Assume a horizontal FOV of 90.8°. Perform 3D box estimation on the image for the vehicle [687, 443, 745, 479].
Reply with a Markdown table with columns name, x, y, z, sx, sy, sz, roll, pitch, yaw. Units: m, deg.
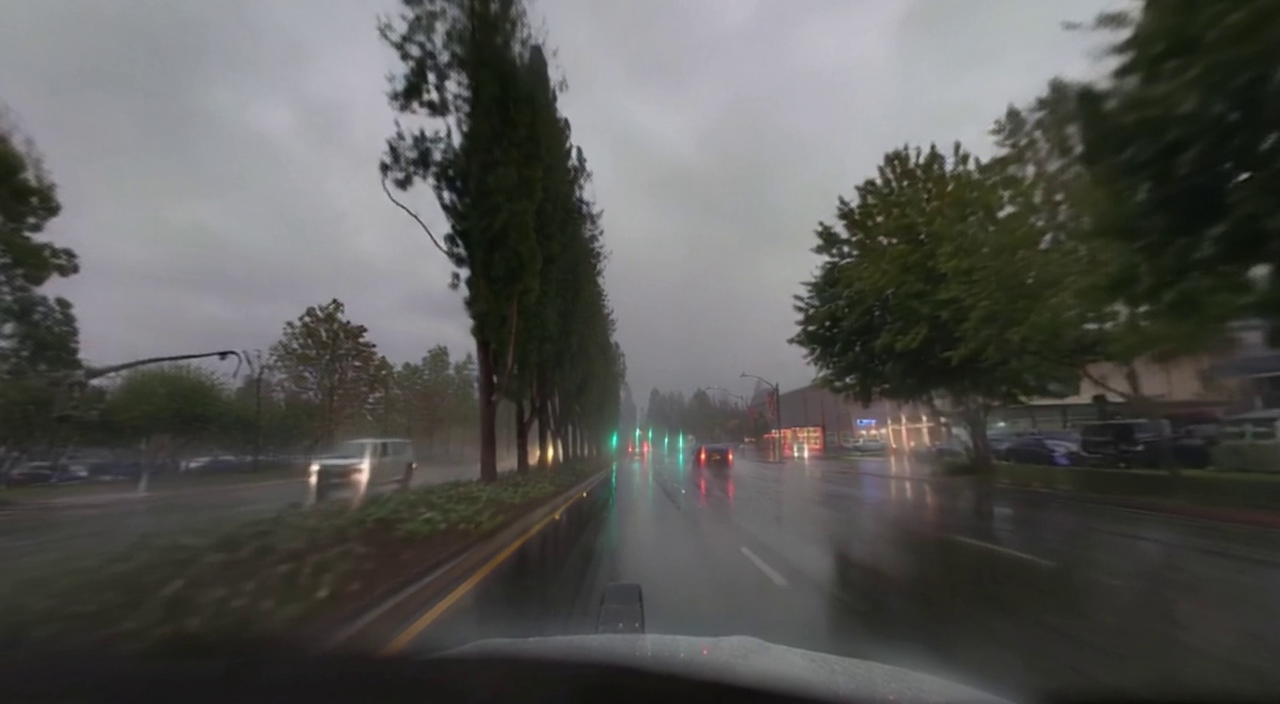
| name | x | y | z | sx | sy | sz | roll | pitch | yaw |
| --- | --- | --- | --- | --- | --- | --- | --- | --- | --- |
| vehicle | 3.336 | 4.921 | 28.691 | 1.983 | 1.482 | 4.463 | 0 | -9 | -1 |

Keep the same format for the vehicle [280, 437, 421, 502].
| name | x | y | z | sx | sy | sz | roll | pitch | yaw |
| --- | --- | --- | --- | --- | --- | --- | --- | --- | --- |
| vehicle | -8.623 | 3.535 | 19.412 | 2.157 | 1.720 | 4.563 | 0 | -9 | 0 |
